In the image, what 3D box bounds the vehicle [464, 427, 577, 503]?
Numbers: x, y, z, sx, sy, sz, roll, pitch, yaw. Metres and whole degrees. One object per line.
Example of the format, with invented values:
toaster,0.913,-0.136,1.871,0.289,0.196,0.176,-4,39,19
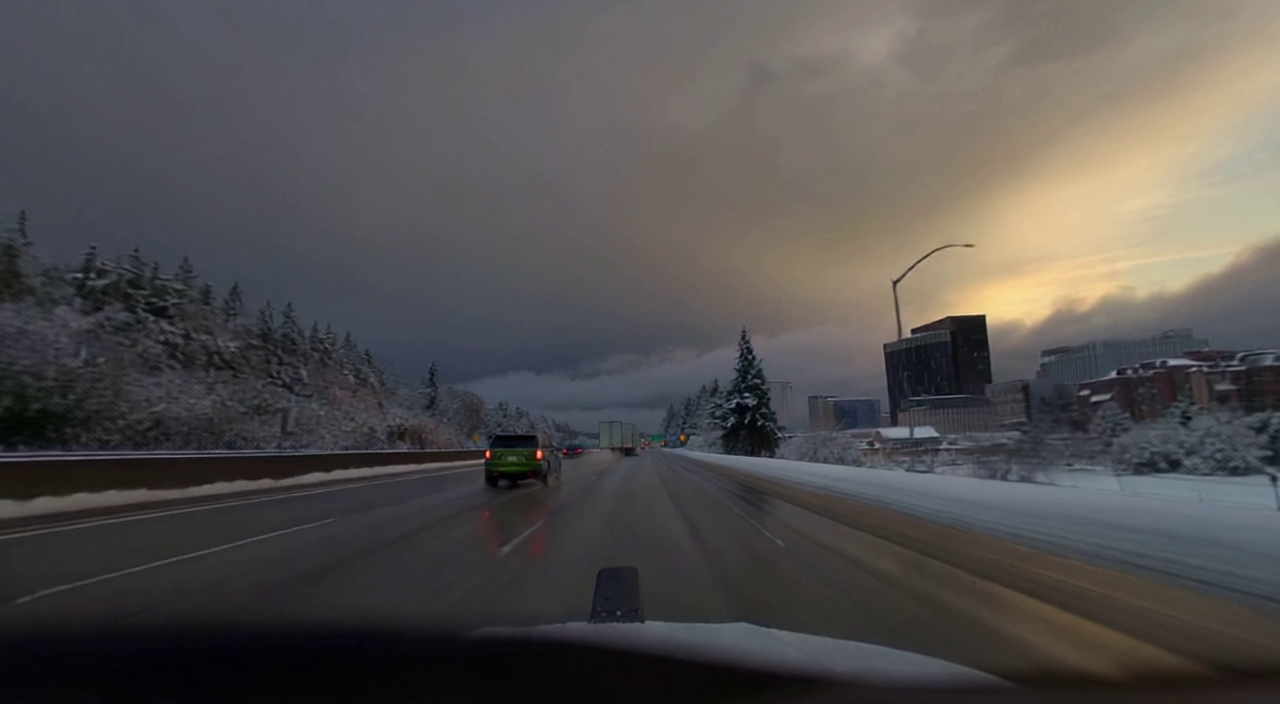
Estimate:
vehicle,-3.033,2.979,17.016,2.111,1.742,4.315,0,-9,1
